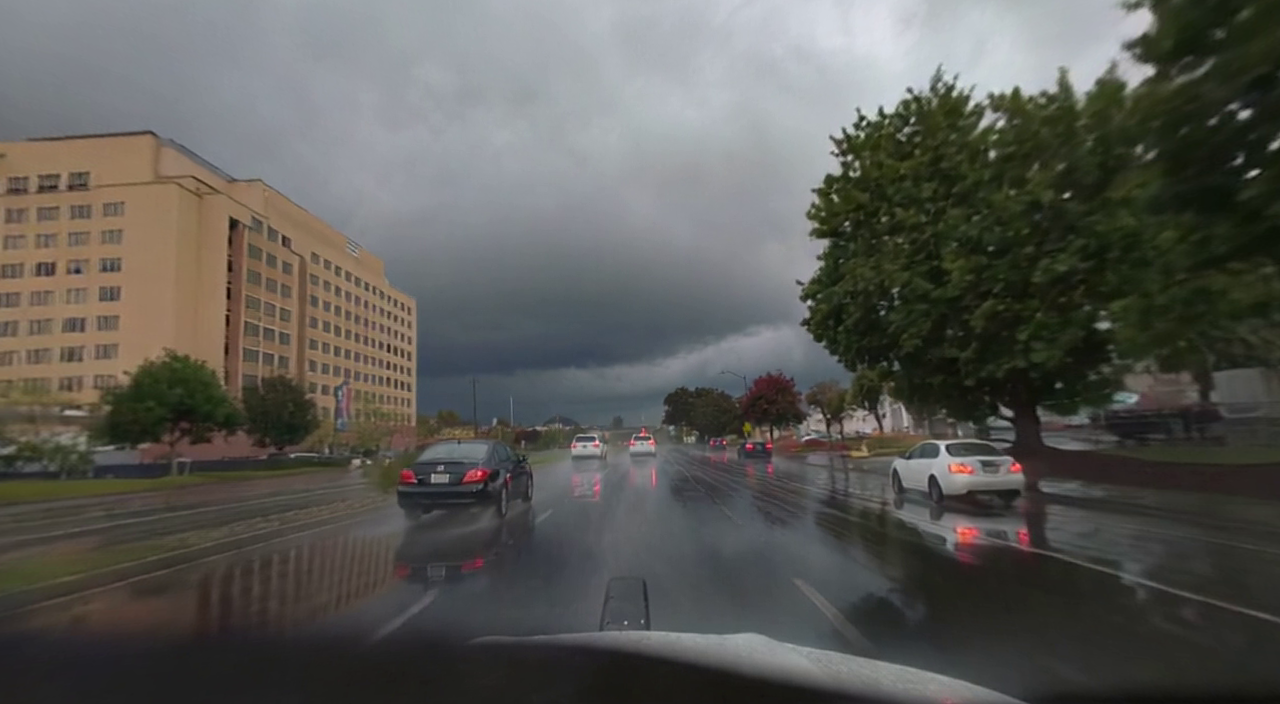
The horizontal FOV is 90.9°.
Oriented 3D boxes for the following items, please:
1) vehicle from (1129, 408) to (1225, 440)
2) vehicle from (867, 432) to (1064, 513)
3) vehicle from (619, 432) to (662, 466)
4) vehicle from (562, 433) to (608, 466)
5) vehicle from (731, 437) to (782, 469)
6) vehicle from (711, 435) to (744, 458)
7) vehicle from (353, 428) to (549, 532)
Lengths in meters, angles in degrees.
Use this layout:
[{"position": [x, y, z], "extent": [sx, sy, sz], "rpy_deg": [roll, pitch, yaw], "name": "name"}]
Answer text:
[{"position": [26.352, 3.571, 30.894], "extent": [4.692, 1.475, 2.038], "rpy_deg": [5, -10, -31], "name": "vehicle"}, {"position": [6.796, 2.535, 13.875], "extent": [1.865, 1.458, 4.605], "rpy_deg": [0, -8, 0], "name": "vehicle"}, {"position": [0.044, 5.470, 35.792], "extent": [2.304, 1.795, 4.526], "rpy_deg": [-1, -8, 1], "name": "vehicle"}, {"position": [-3.121, 5.637, 36.657], "extent": [2.117, 1.799, 4.442], "rpy_deg": [-1, -8, 2], "name": "vehicle"}, {"position": [5.687, 4.977, 31.176], "extent": [1.884, 1.458, 4.245], "rpy_deg": [-1, -8, 3], "name": "vehicle"}, {"position": [6.895, 7.474, 49.951], "extent": [1.982, 1.717, 4.250], "rpy_deg": [0, -8, 0], "name": "vehicle"}, {"position": [-3.068, 2.182, 11.421], "extent": [2.095, 1.486, 4.411], "rpy_deg": [-1, -8, 1], "name": "vehicle"}]
